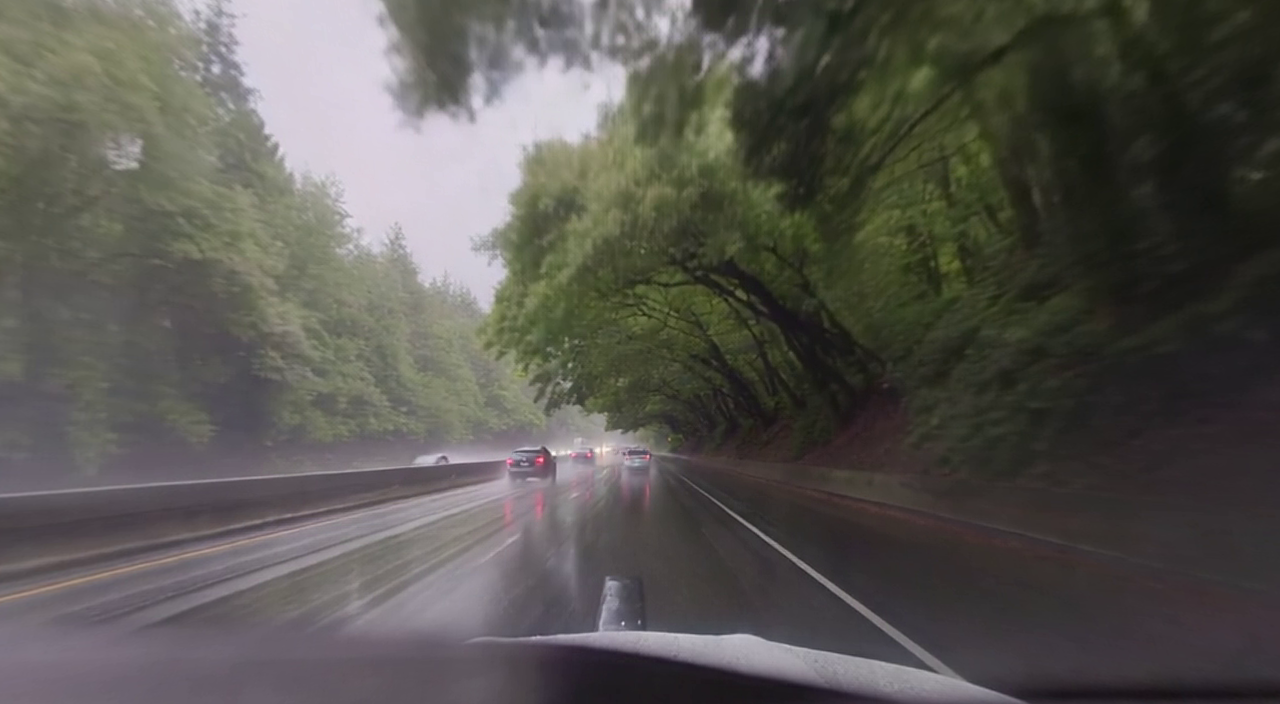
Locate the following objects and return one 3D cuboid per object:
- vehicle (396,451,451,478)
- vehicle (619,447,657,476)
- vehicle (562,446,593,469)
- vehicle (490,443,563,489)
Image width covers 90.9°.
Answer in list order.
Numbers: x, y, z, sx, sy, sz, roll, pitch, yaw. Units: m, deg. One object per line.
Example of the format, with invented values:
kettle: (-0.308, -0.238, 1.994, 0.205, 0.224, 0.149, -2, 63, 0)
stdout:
vehicle: (-12.638, 6.584, 37.082, 1.761, 1.468, 4.061, 0, -9, 0)
vehicle: (-0.111, 5.955, 34.531, 2.001, 1.490, 3.914, 0, -9, 0)
vehicle: (-4.512, 7.692, 45.939, 1.834, 1.615, 3.624, 0, -9, 0)
vehicle: (-4.138, 4.233, 23.652, 1.978, 1.538, 3.755, 0, -9, 1)
